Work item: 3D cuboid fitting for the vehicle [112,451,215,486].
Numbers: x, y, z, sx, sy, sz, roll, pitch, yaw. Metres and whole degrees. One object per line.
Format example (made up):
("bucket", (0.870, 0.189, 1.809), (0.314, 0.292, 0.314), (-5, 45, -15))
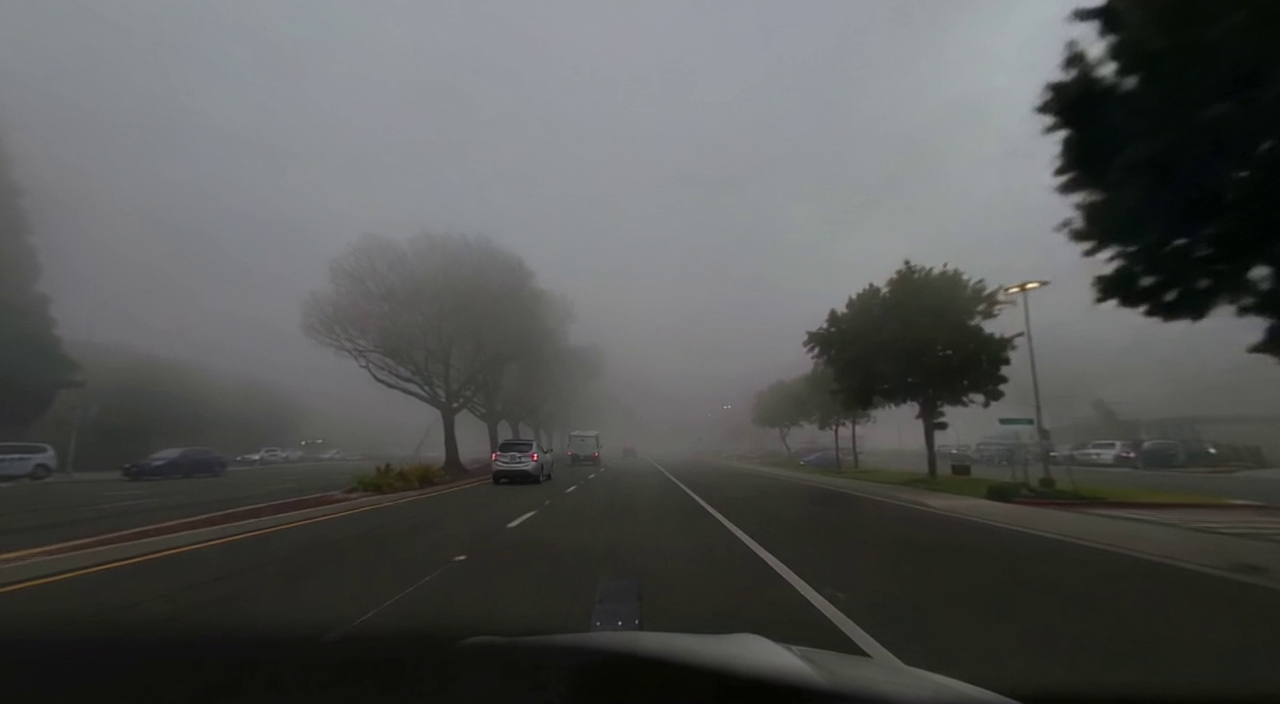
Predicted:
("vehicle", (-23.036, 5.611, 30.620), (1.836, 1.582, 4.075), (1, -9, -1))

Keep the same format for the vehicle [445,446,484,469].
("vehicle", (-12.712, 7.651, 45.792), (1.760, 1.567, 3.930), (1, -9, -1))

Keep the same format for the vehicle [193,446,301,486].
("vehicle", (-19.204, 5.553, 31.105), (2.108, 1.770, 4.992), (0, -9, 0))

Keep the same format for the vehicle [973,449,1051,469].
("vehicle", (28.847, 8.295, 48.891), (4.754, 1.499, 1.955), (0, -9, 1))

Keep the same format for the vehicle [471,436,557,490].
("vehicle", (-4.252, 3.826, 22.047), (2.109, 1.672, 4.256), (0, -9, 0))
